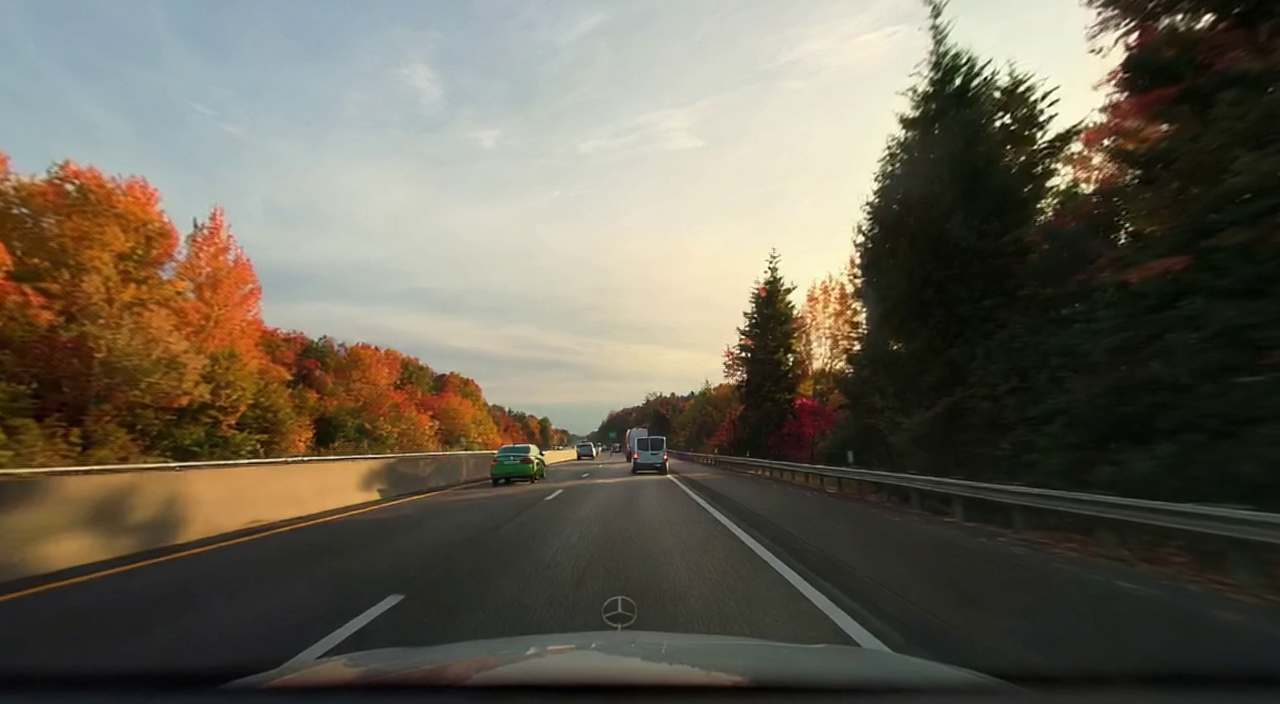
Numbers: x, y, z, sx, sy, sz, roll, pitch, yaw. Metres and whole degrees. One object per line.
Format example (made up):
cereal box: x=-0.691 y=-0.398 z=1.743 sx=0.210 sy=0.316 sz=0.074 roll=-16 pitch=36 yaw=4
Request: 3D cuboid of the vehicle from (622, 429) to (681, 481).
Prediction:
vehicle: x=0.396 y=4.243 z=25.897 sx=2.179 sy=1.930 sz=4.538 roll=0 pitch=-9 yaw=-1

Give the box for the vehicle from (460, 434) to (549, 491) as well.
vehicle: x=-4.425 y=3.678 z=21.197 sx=2.088 sy=1.688 sz=4.365 roll=0 pitch=-9 yaw=-1
